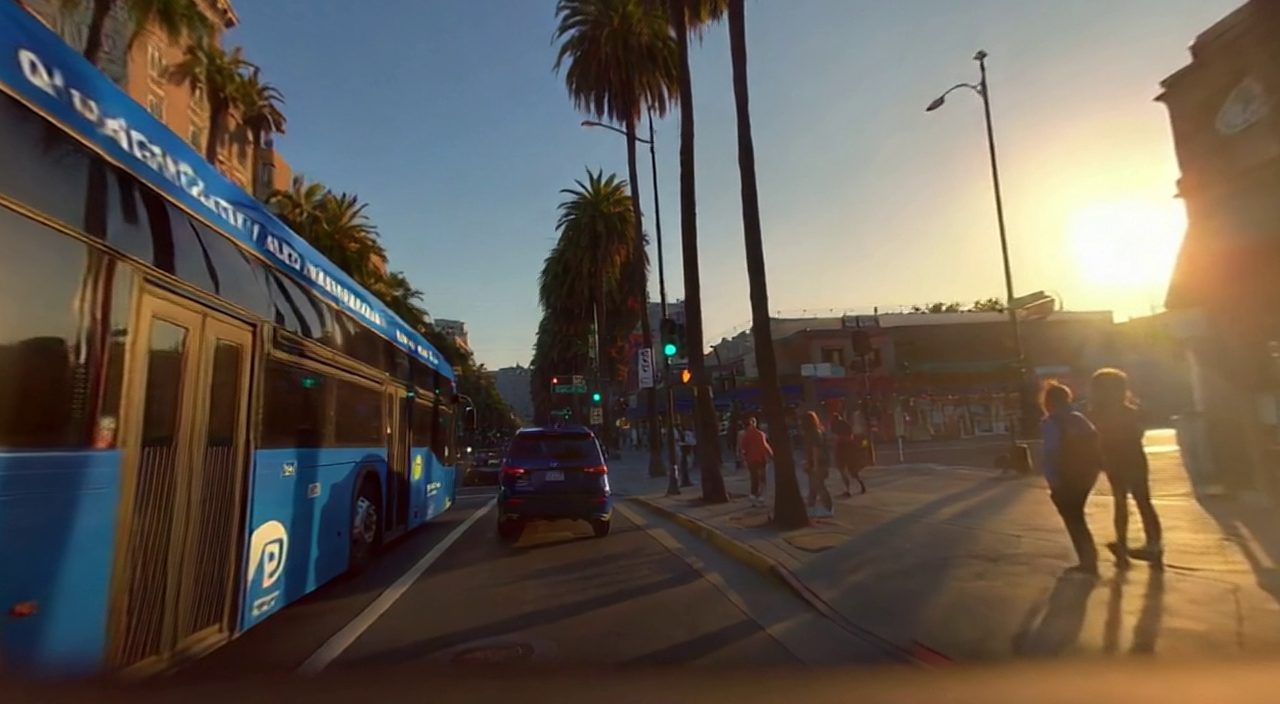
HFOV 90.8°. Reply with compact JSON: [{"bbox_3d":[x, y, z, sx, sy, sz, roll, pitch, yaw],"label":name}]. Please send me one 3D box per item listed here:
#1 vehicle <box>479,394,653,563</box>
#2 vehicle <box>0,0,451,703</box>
[{"bbox_3d":[-1.249,1.770,9.495,2.002,1.907,4.211,2,-9,-11],"label":"vehicle"},{"bbox_3d":[-4.088,0.493,5.062,2.863,3.233,11.573,1,-8,-7],"label":"vehicle"}]
